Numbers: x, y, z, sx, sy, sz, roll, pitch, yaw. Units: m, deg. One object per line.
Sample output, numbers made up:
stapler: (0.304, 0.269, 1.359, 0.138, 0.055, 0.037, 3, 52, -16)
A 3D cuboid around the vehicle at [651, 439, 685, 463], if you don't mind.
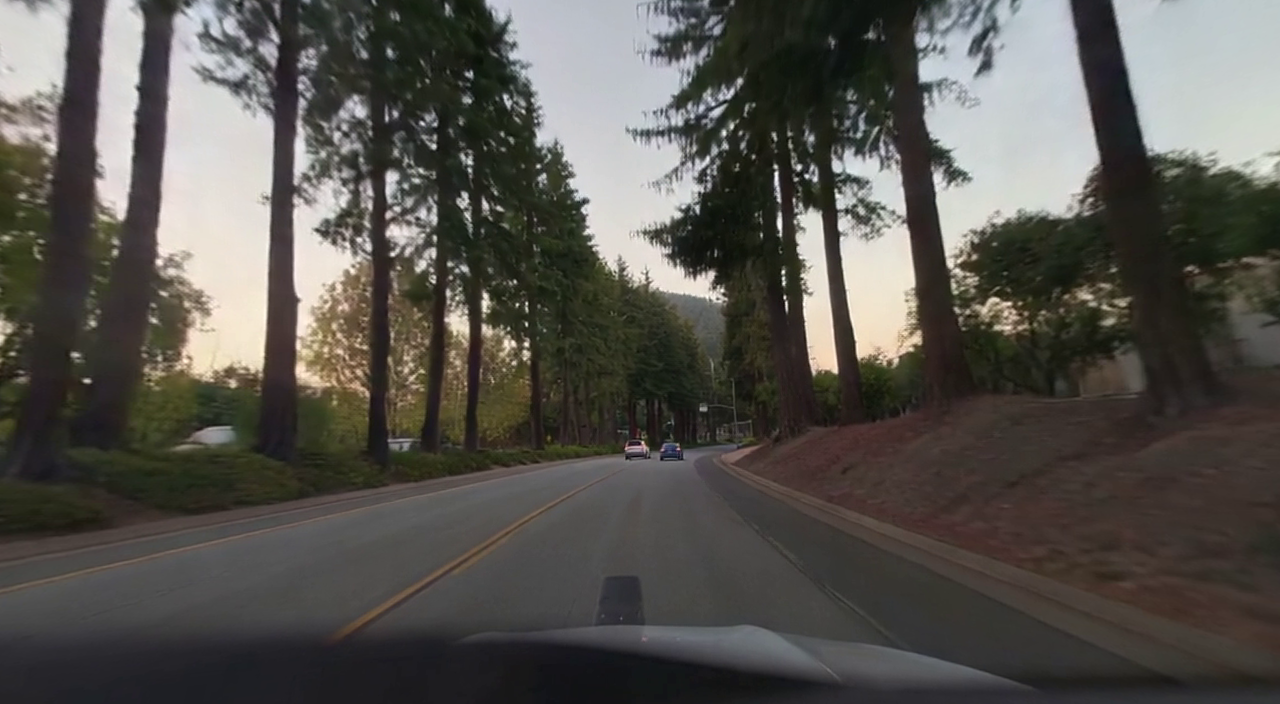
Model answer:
vehicle: (1.857, 6.410, 40.935, 2.071, 1.474, 4.047, -1, -8, 5)
